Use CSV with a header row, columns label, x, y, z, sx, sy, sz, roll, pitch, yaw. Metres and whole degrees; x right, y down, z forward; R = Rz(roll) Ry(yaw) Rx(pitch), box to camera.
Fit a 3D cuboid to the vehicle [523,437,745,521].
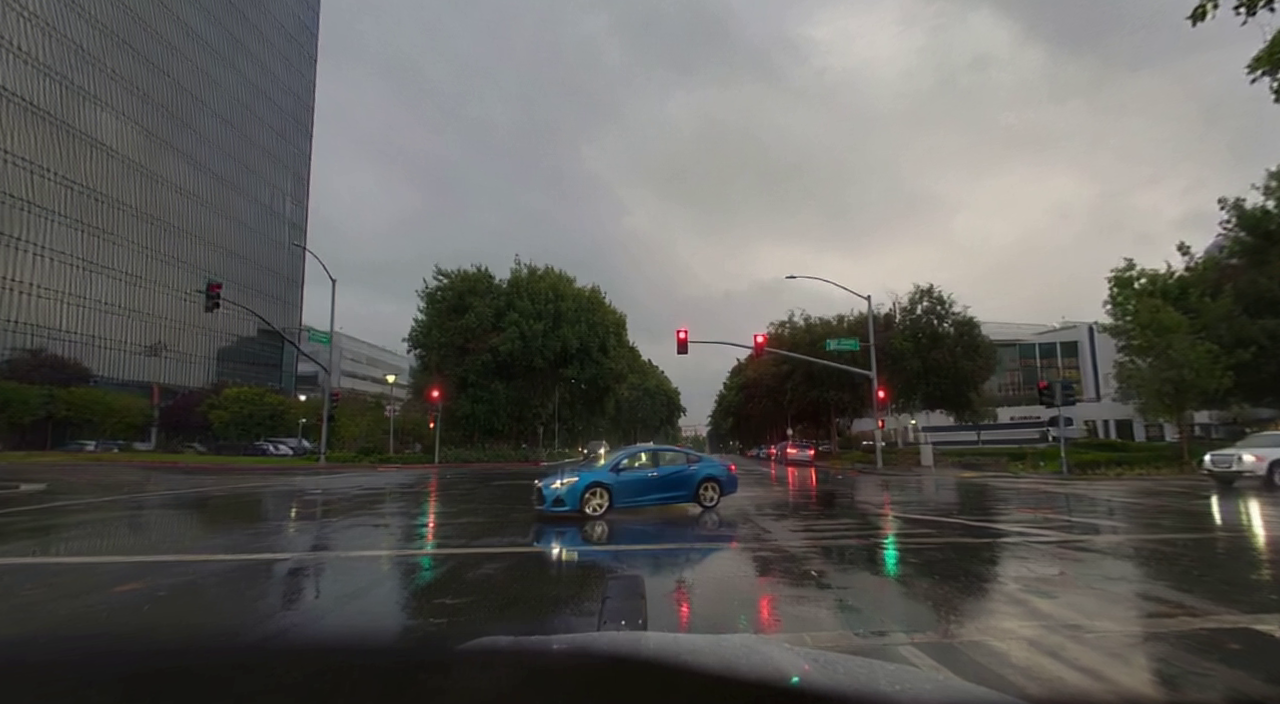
label,x,y,z,sx,sy,sz,roll,pitch,yaw
vehicle,0.039,2.656,13.727,4.802,1.491,1.924,8,-12,-43
